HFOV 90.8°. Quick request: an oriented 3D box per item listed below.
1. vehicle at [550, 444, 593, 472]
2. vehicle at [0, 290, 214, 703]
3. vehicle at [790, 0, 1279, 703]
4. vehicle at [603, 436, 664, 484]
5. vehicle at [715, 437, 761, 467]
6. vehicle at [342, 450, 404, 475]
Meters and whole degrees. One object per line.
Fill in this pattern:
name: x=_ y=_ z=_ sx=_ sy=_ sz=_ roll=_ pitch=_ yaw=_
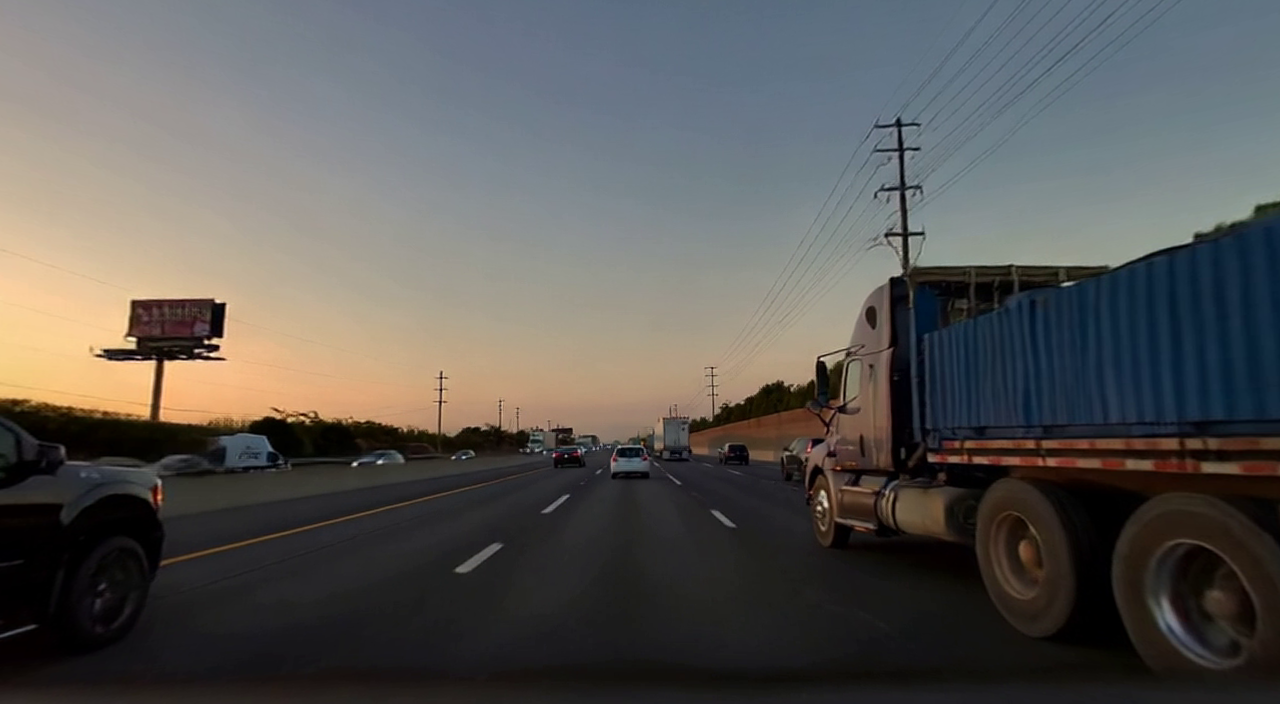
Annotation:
vehicle: x=-3.942 y=6.154 z=36.943 sx=2.025 sy=1.498 sz=4.675 roll=0 pitch=-9 yaw=0
vehicle: x=-4.199 y=0.496 z=1.344 sx=2.323 sy=2.046 sz=6.006 roll=0 pitch=-9 yaw=1
vehicle: x=3.529 y=-0.050 z=3.925 sx=3.013 sy=3.940 sz=7.933 roll=0 pitch=-9 yaw=-1
vehicle: x=-0.244 y=4.177 z=24.674 sx=2.191 sy=1.685 sz=4.015 roll=0 pitch=-9 yaw=0
vehicle: x=6.955 y=7.179 z=45.475 sx=2.302 sy=1.973 sz=5.502 roll=0 pitch=-9 yaw=-1
vehicle: x=-16.993 y=7.008 z=40.468 sx=1.891 sy=1.476 sz=4.625 roll=0 pitch=-9 yaw=0
